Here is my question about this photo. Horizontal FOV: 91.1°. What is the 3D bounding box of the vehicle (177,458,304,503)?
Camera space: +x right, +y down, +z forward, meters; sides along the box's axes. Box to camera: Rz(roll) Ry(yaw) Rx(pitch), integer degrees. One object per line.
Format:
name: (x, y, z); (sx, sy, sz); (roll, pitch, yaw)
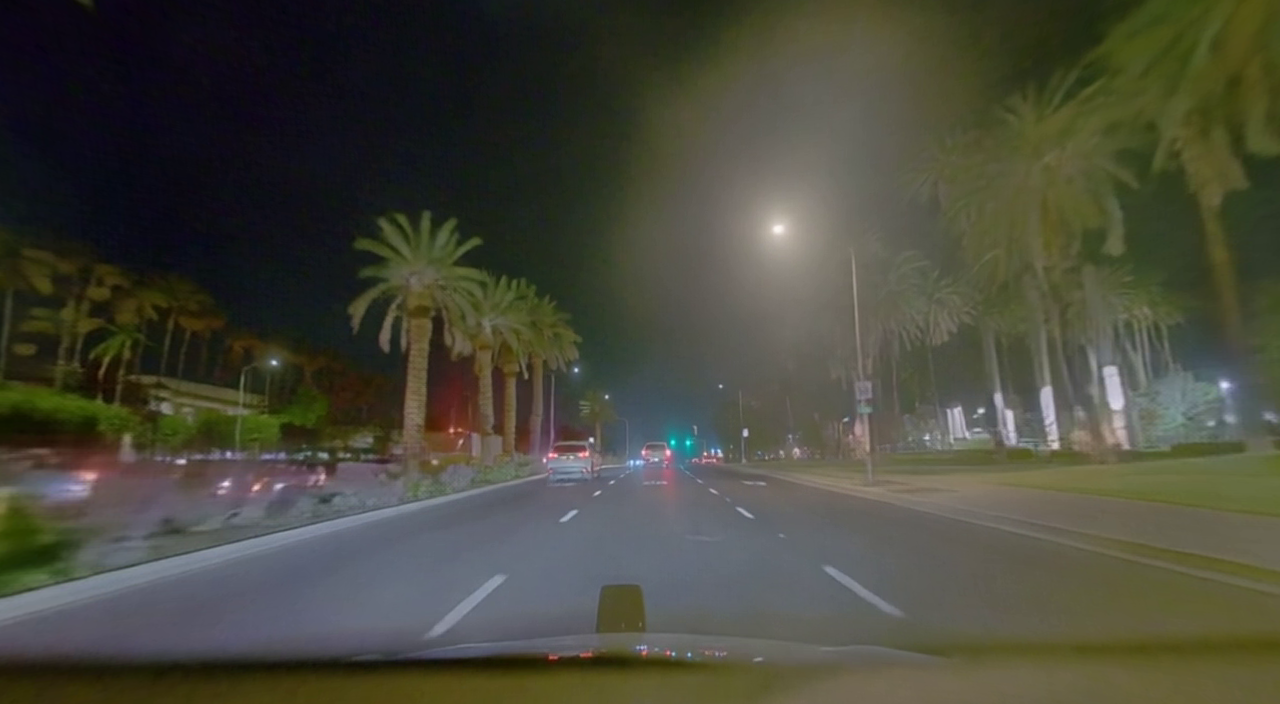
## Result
vehicle: (-16.023, 5.132, 25.522); (2.195, 1.559, 4.362); (0, -8, 2)

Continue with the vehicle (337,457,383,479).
vehicle: (-22.088, 9.088, 49.495); (2.079, 1.515, 4.616); (7, -11, -39)

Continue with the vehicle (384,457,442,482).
vehicle: (-15.532, 8.035, 43.204); (2.255, 1.551, 4.298); (0, -8, 2)

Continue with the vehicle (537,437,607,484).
vehicle: (-2.757, 4.540, 26.647); (2.188, 1.819, 4.667); (-1, -8, 4)
